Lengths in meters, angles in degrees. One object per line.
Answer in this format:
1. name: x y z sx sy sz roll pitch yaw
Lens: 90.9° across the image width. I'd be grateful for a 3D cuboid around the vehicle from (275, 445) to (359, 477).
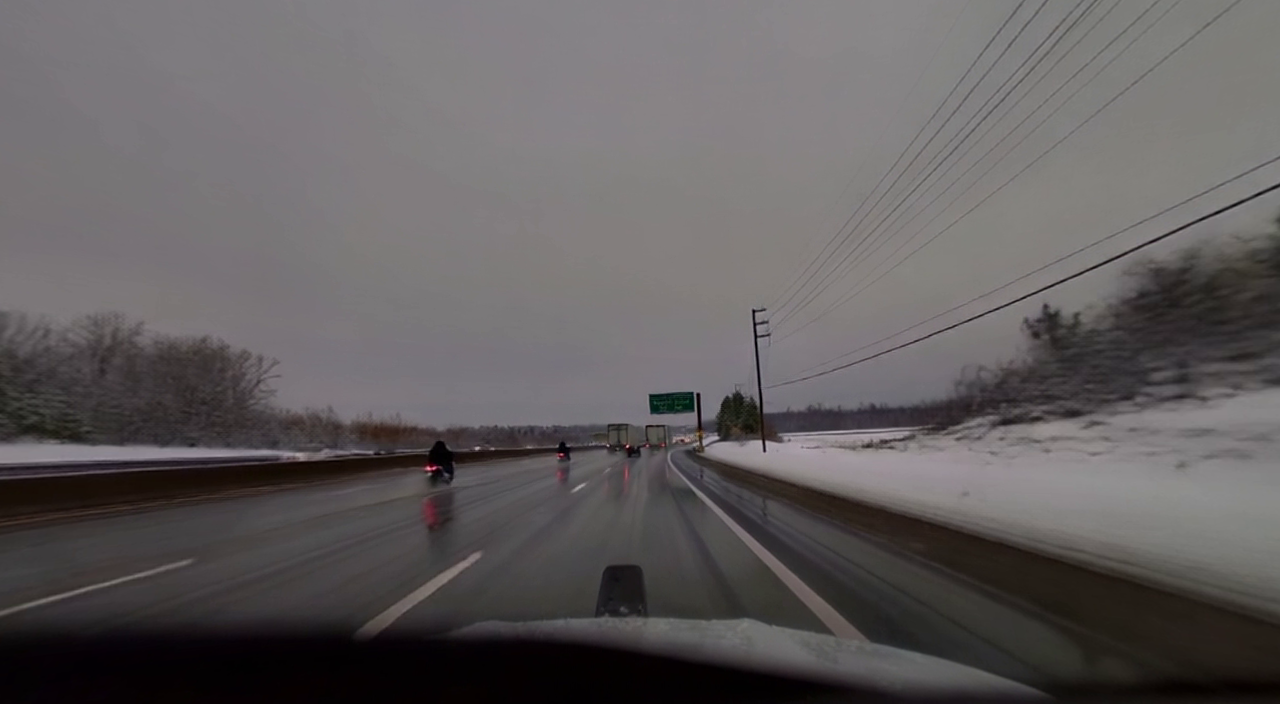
1. vehicle: -16.844 5.698 33.206 1.904 1.523 4.591 0 -9 2
